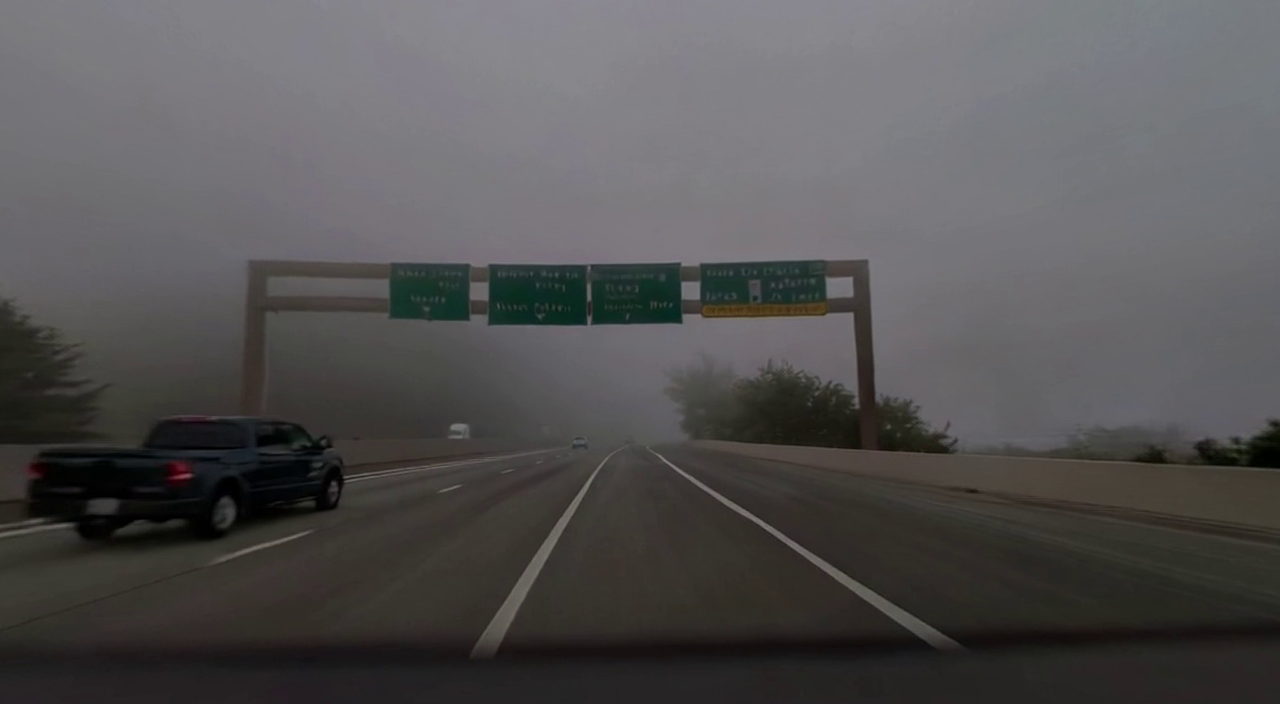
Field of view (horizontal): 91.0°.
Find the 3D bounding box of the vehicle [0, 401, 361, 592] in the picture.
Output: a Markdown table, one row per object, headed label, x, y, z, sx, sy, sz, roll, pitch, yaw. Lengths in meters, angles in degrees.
| label | x | y | z | sx | sy | sz | roll | pitch | yaw |
| --- | --- | --- | --- | --- | --- | --- | --- | --- | --- |
| vehicle | -5.591 | 1.606 | 7.974 | 2.055 | 1.662 | 4.773 | 0 | -8 | -2 |
